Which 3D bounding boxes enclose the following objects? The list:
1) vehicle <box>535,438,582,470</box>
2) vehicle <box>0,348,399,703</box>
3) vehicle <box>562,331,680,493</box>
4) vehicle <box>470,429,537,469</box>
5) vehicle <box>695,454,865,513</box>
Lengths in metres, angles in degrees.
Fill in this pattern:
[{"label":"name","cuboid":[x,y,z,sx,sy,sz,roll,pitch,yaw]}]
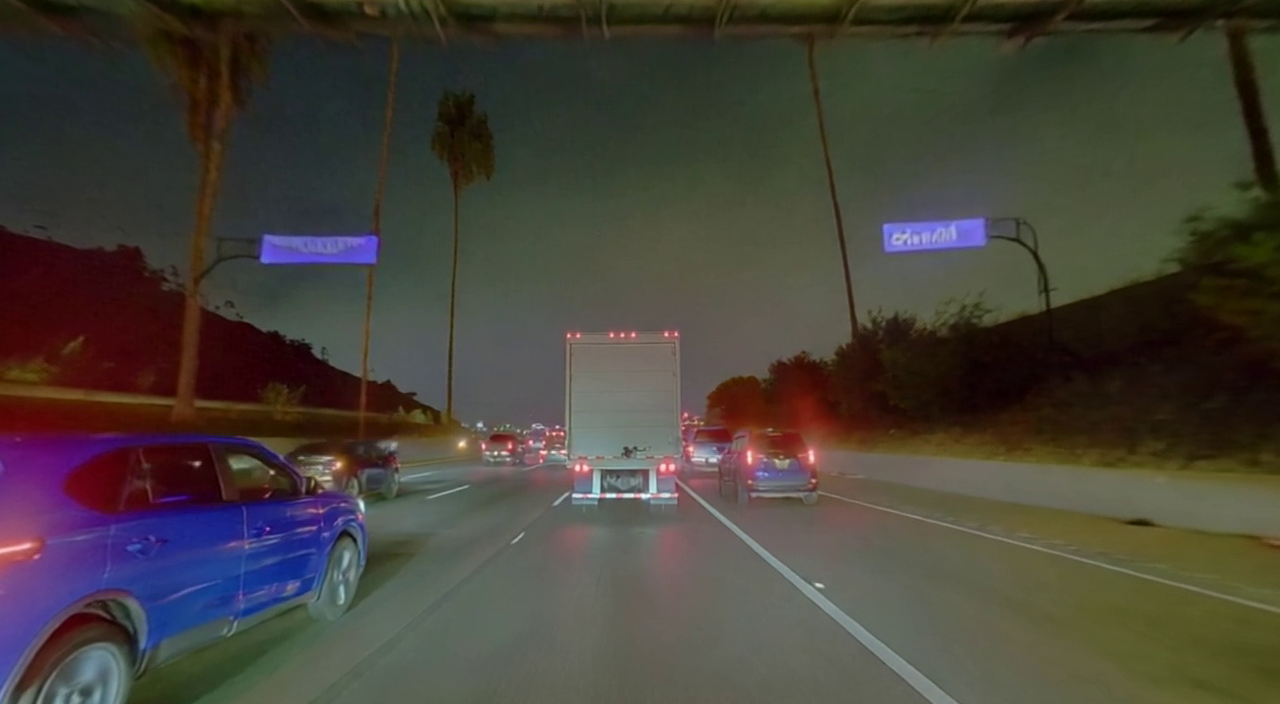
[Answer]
[{"label":"vehicle","cuboid":[-4.026,5.094,31.728,1.874,1.475,4.328,0,-9,-1]},{"label":"vehicle","cuboid":[-3.213,1.074,3.845,1.885,1.654,4.103,0,-9,-1]},{"label":"vehicle","cuboid":[-0.446,2.274,21.152,2.906,4.040,10.743,0,-9,0]},{"label":"vehicle","cuboid":[-7.290,5.250,34.357,2.344,1.954,5.579,0,-9,0]},{"label":"vehicle","cuboid":[2.942,2.974,14.943,2.635,1.036,5.568,0,-9,-2]}]
